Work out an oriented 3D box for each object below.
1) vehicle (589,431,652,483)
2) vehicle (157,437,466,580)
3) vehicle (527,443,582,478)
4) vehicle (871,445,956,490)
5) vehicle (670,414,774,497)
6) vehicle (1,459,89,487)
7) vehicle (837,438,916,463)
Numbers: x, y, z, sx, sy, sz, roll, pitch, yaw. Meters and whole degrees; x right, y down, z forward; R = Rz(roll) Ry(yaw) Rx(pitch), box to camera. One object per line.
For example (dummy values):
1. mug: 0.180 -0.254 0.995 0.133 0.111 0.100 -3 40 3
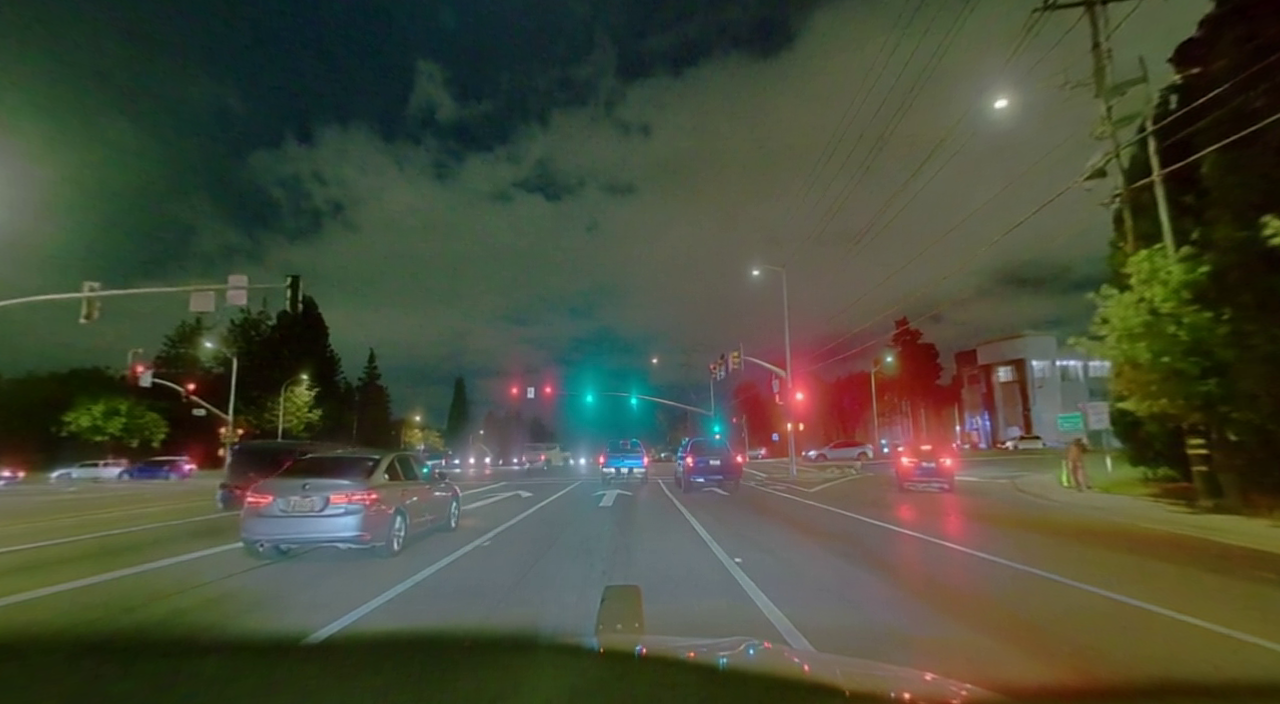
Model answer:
1. vehicle: -0.784 4.849 29.452 2.643 2.145 5.585 0 -8 1
2. vehicle: -4.095 1.991 8.974 1.939 1.494 4.499 0 -8 0
3. vehicle: -4.433 5.710 33.543 2.273 1.749 4.385 0 -8 1
4. vehicle: 9.711 4.090 22.806 2.212 1.466 4.126 -3 -9 15
5. vehicle: 2.819 3.861 23.955 2.905 2.636 6.895 0 -9 -1
6. vehicle: -43.766 8.863 46.484 4.527 1.966 2.156 -1 -9 7
7. vehicle: 16.955 7.090 45.401 4.782 1.768 2.152 2 -9 -12
